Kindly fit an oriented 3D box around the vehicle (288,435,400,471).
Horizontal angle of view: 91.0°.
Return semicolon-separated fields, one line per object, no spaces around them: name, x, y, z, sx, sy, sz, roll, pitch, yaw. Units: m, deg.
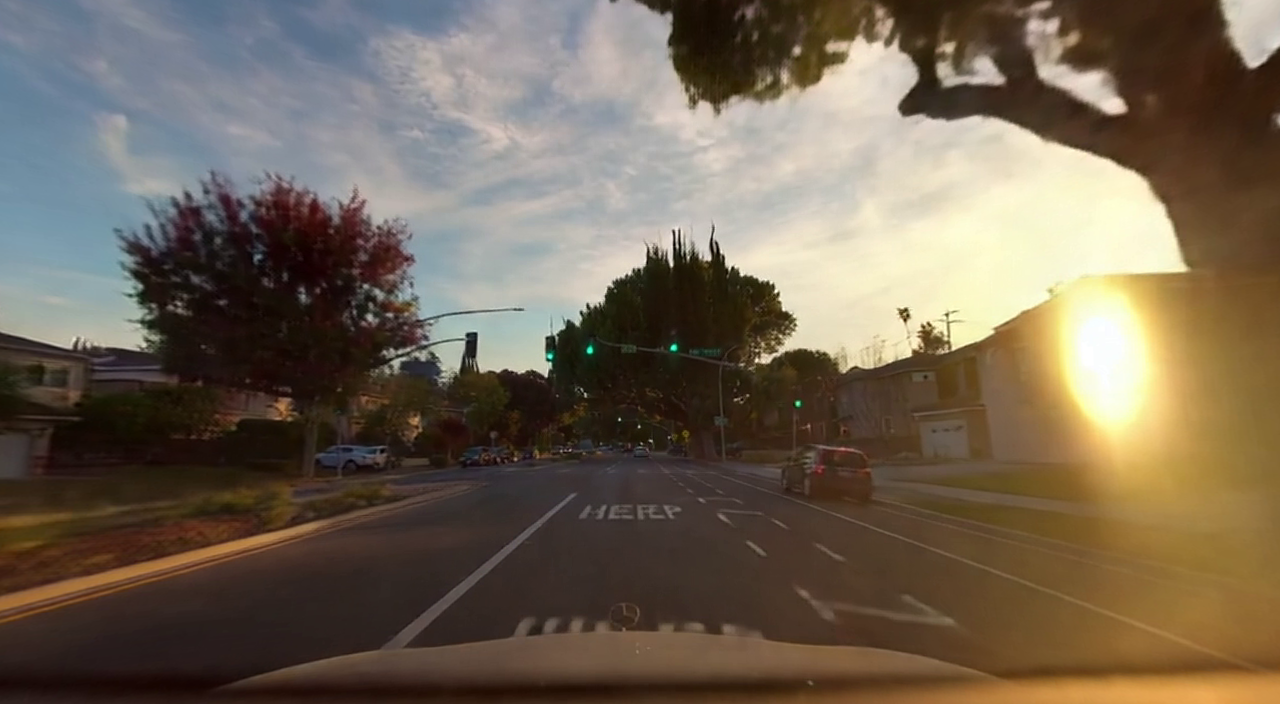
vehicle;-17.837;6.157;38.145;5.656;1.999;2.307;-1;-10;3

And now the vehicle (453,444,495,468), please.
vehicle;-12.095;7.629;46.112;1.932;1.673;4.314;-1;-10;-1

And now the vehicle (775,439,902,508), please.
vehicle;5.210;3.225;17.223;1.979;1.637;4.321;0;-9;-1
